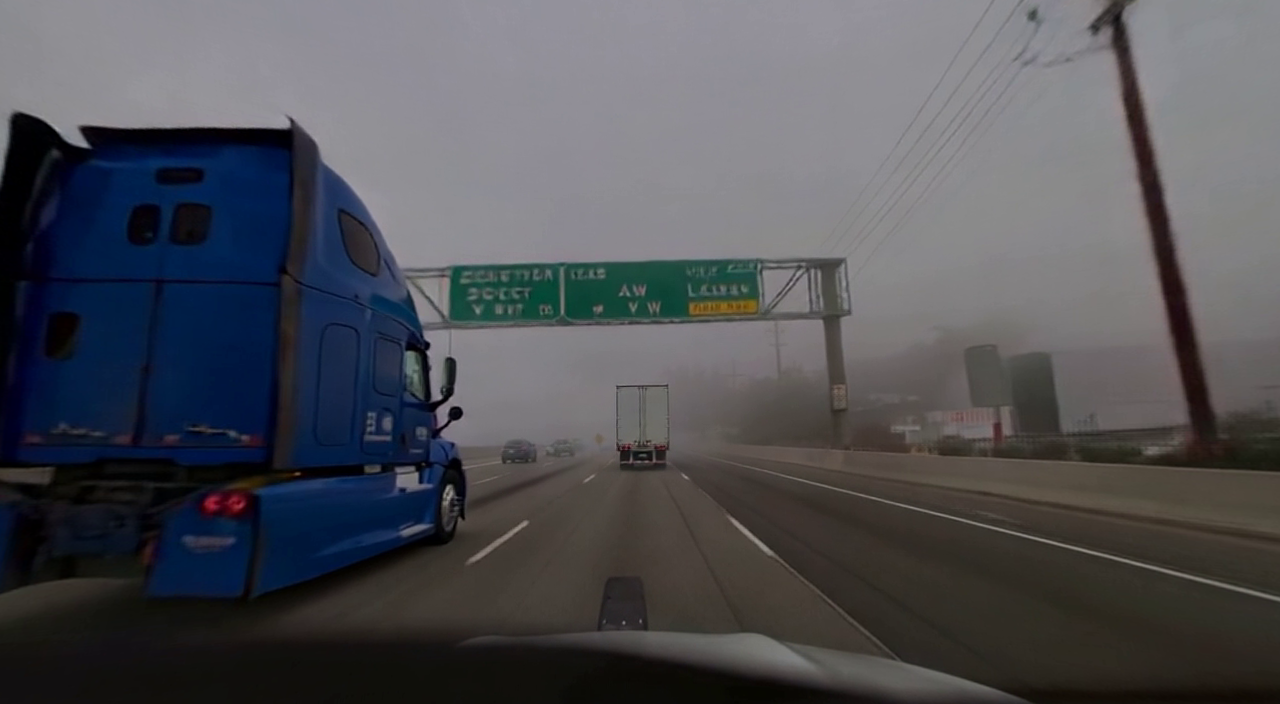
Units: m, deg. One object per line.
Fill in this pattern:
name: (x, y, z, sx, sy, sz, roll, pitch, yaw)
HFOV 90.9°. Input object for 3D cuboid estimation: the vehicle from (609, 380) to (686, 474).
vehicle: (0.259, 3.620, 29.223, 2.941, 3.604, 9.851, 0, -9, 0)

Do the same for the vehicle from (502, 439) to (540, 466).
vehicle: (-7.145, 6.065, 38.106, 1.736, 1.580, 2.778, 0, -9, 0)

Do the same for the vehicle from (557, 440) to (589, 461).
vehicle: (-4.873, 7.223, 46.234, 1.933, 1.459, 4.478, 0, -9, -1)

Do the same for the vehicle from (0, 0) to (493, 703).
vehicle: (-3.947, 0.266, 5.726, 3.061, 3.891, 8.658, 0, -9, 0)
